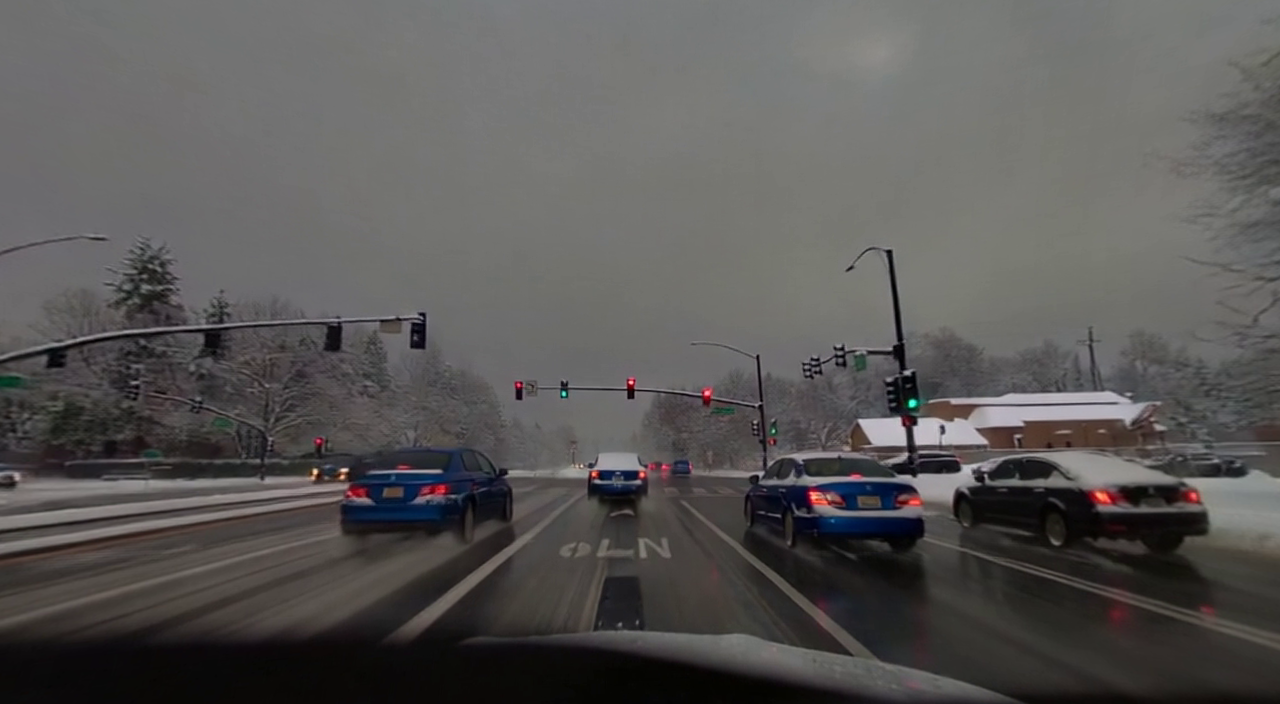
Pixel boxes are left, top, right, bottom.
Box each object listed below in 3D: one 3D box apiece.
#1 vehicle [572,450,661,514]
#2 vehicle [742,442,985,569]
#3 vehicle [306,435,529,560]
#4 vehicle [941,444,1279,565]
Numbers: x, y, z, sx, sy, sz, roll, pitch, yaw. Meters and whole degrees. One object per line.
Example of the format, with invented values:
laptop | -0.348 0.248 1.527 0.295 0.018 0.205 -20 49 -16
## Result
vehicle | -0.555 3.344 16.792 2.065 1.464 4.216 0 -9 0
vehicle | 3.056 2.185 9.865 2.053 1.490 4.464 0 -9 -2
vehicle | -3.283 2.229 10.441 2.073 1.606 4.364 0 -9 0
vehicle | 6.872 2.209 9.997 2.004 1.455 4.417 0 -9 -1
